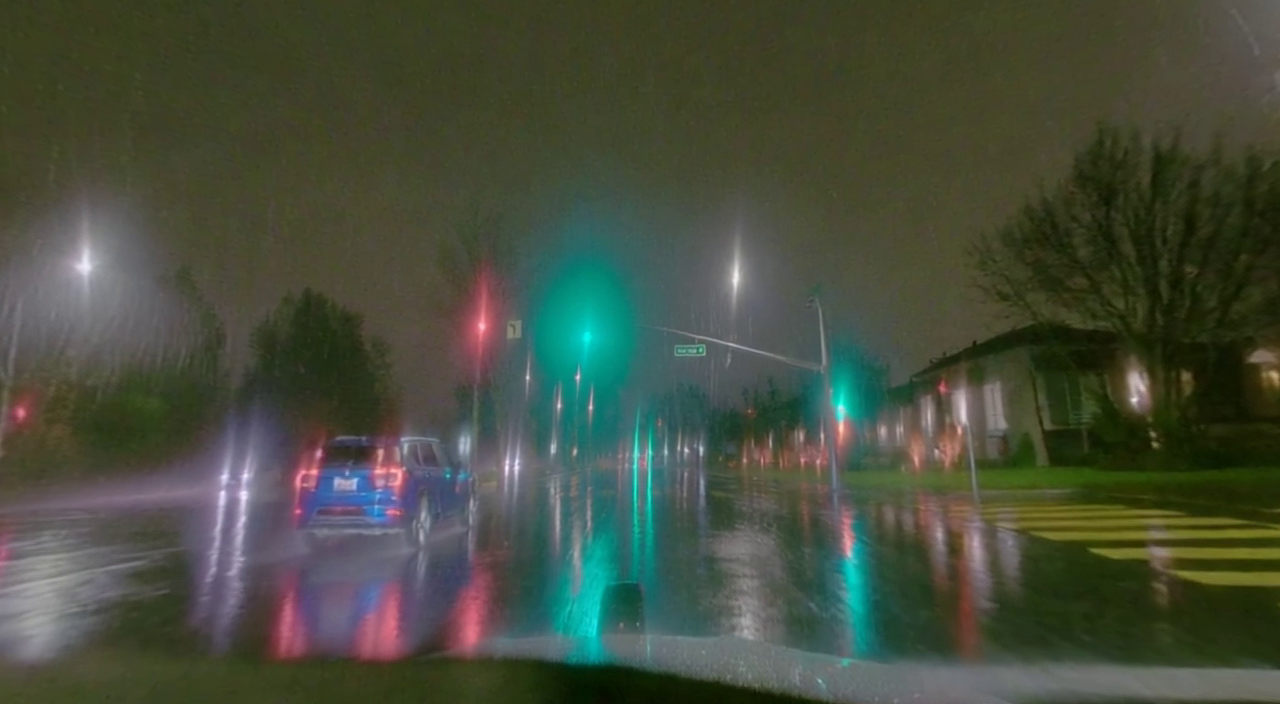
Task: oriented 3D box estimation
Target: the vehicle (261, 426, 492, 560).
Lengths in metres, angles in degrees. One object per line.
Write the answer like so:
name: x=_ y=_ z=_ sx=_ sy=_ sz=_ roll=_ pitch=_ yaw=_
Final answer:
vehicle: x=-3.964 y=2.170 z=10.476 sx=1.993 sy=1.733 sz=4.262 roll=0 pitch=-9 yaw=-1
